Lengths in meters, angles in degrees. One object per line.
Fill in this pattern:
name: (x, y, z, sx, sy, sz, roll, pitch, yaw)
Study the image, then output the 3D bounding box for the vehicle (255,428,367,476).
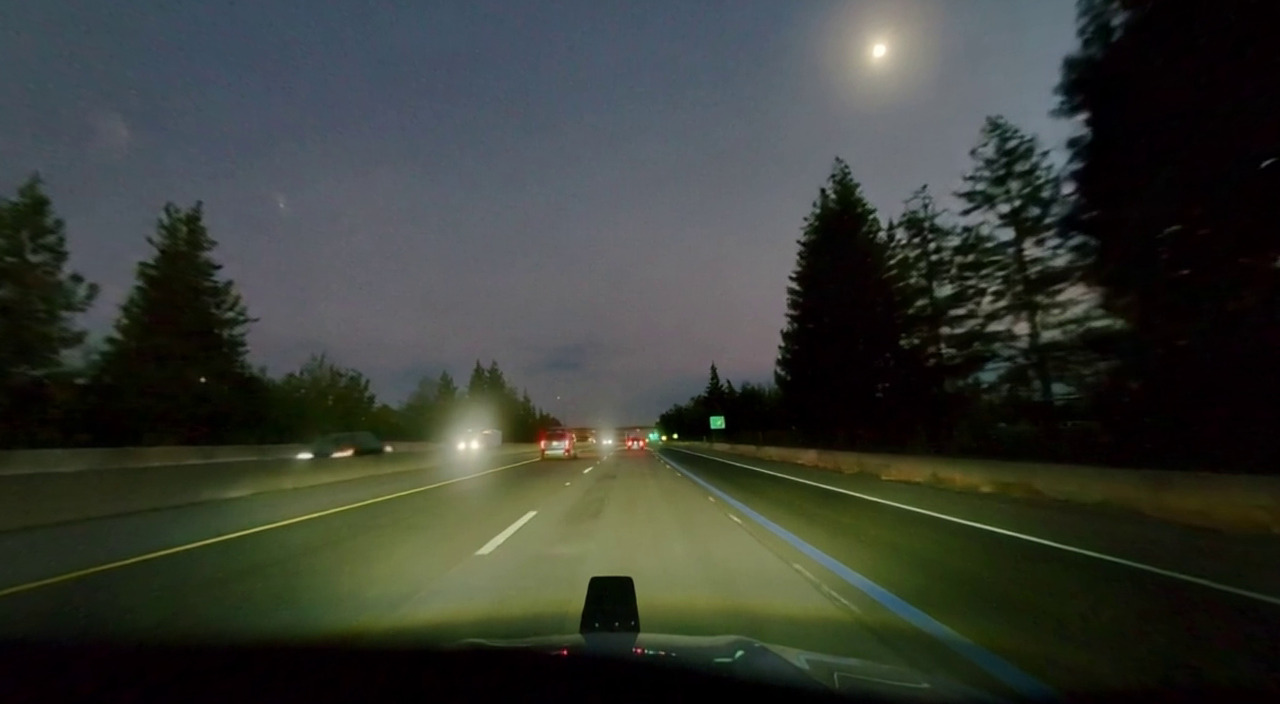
vehicle: (-12.257, 3.734, 23.858, 1.935, 1.645, 4.299, 0, -8, -1)

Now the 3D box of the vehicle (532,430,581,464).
vehicle: (-4.296, 4.923, 32.883, 2.003, 1.626, 4.256, 0, -8, 0)
